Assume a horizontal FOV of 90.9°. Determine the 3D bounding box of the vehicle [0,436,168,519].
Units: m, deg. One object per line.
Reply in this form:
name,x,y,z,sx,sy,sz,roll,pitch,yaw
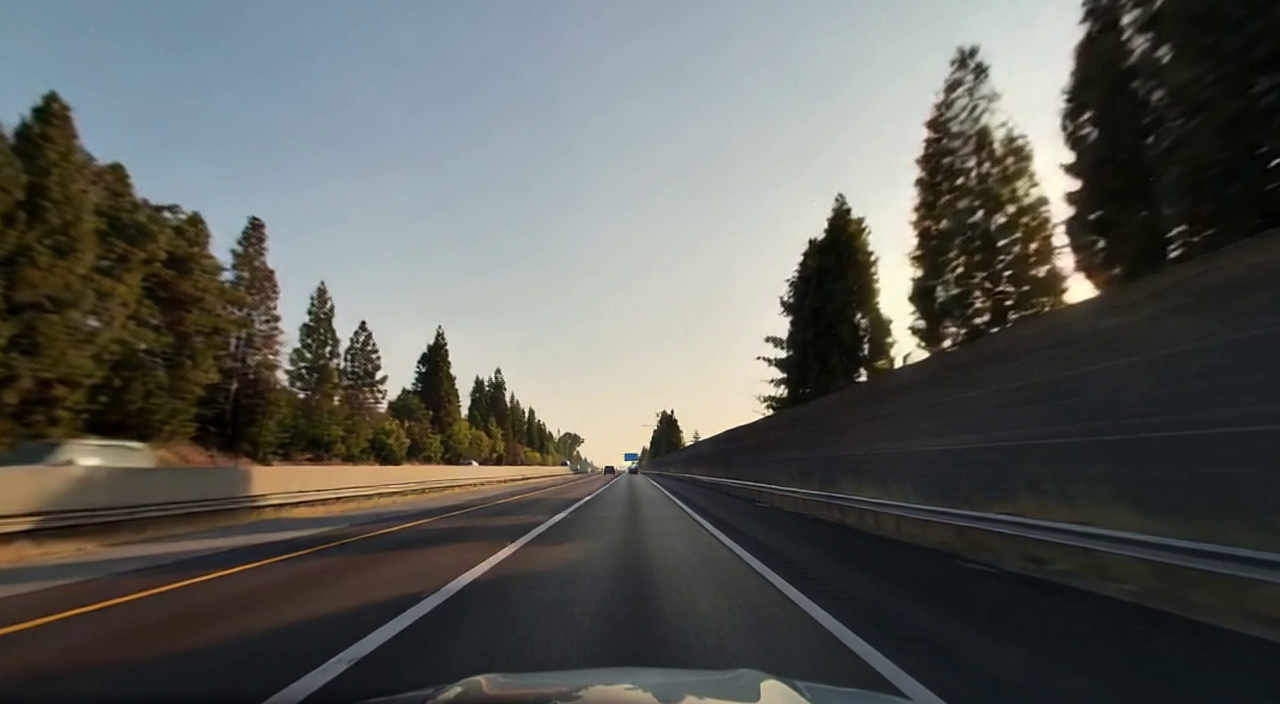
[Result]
vehicle,-12.297,2.581,13.180,1.830,1.454,3.815,1,-11,0
